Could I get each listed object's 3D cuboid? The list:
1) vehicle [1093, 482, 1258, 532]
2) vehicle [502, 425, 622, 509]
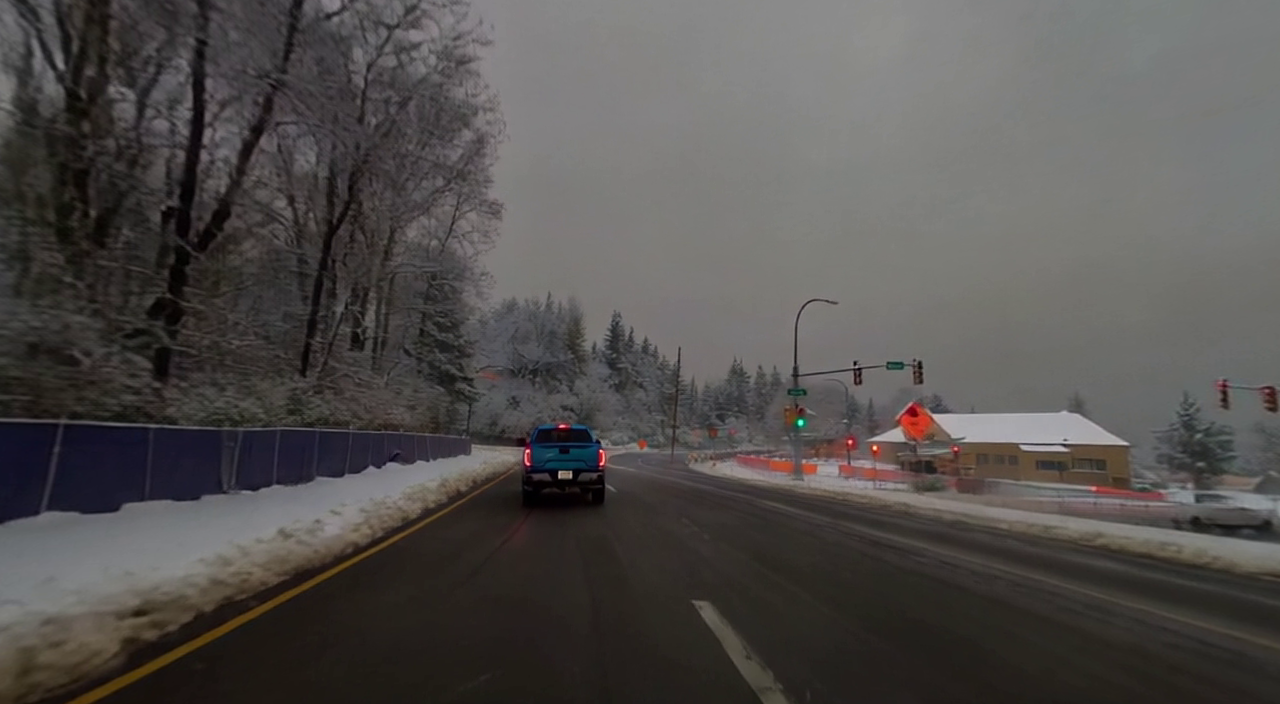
[{"bbox_3d":[19.286,5.558,23.026,1.808,1.467,4.360,2,-10,-8],"label":"vehicle"},{"bbox_3d":[-1.776,2.749,15.650,2.436,1.698,5.322,0,-8,-4],"label":"vehicle"}]
